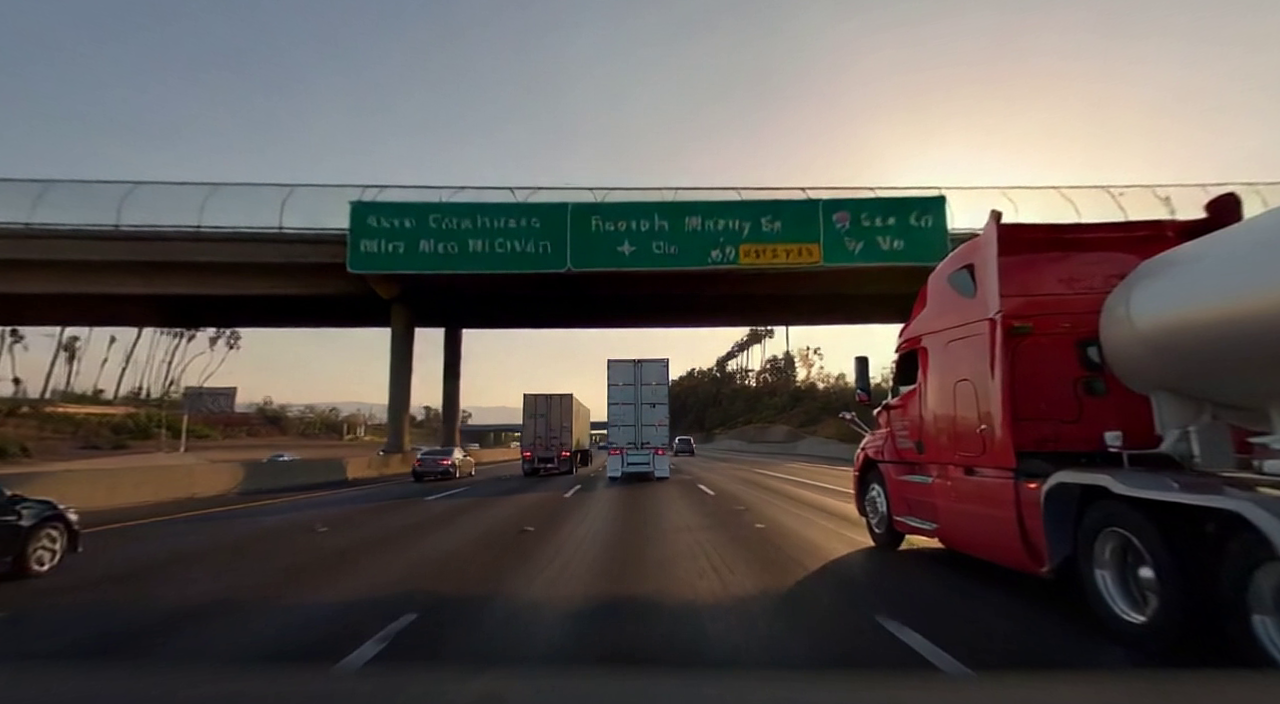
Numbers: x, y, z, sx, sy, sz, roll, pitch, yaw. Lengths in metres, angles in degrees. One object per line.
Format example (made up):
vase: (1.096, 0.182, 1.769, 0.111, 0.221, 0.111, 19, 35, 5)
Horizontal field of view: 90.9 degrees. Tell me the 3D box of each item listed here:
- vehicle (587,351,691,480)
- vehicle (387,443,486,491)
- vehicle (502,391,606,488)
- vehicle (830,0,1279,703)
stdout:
vehicle: (-0.022, 3.347, 28.091, 3.097, 3.856, 18.209, -1, -9, 0)
vehicle: (-6.888, 3.907, 21.888, 1.916, 1.465, 4.451, 0, -8, 1)
vehicle: (-3.201, 3.741, 26.811, 2.786, 3.228, 11.082, 0, -8, 0)
vehicle: (4.090, 0.069, 4.807, 3.066, 3.991, 6.942, 0, -8, 0)
